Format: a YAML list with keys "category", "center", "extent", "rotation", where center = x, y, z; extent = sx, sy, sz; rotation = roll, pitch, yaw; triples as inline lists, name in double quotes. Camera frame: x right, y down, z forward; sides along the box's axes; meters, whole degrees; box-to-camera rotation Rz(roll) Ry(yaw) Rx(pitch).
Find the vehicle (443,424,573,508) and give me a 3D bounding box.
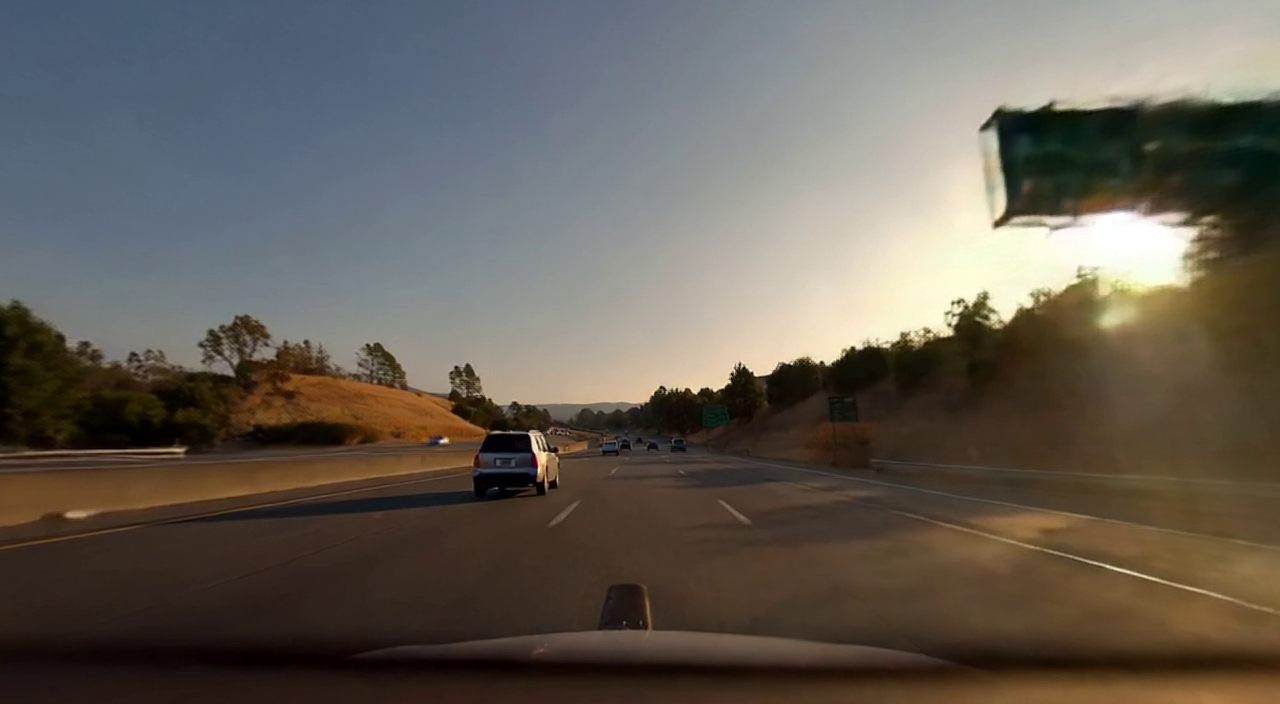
- category: "vehicle"
  center: [-3.186, 2.909, 16.456]
  extent: [2.218, 1.848, 4.789]
  rotation: [0, -9, 2]
